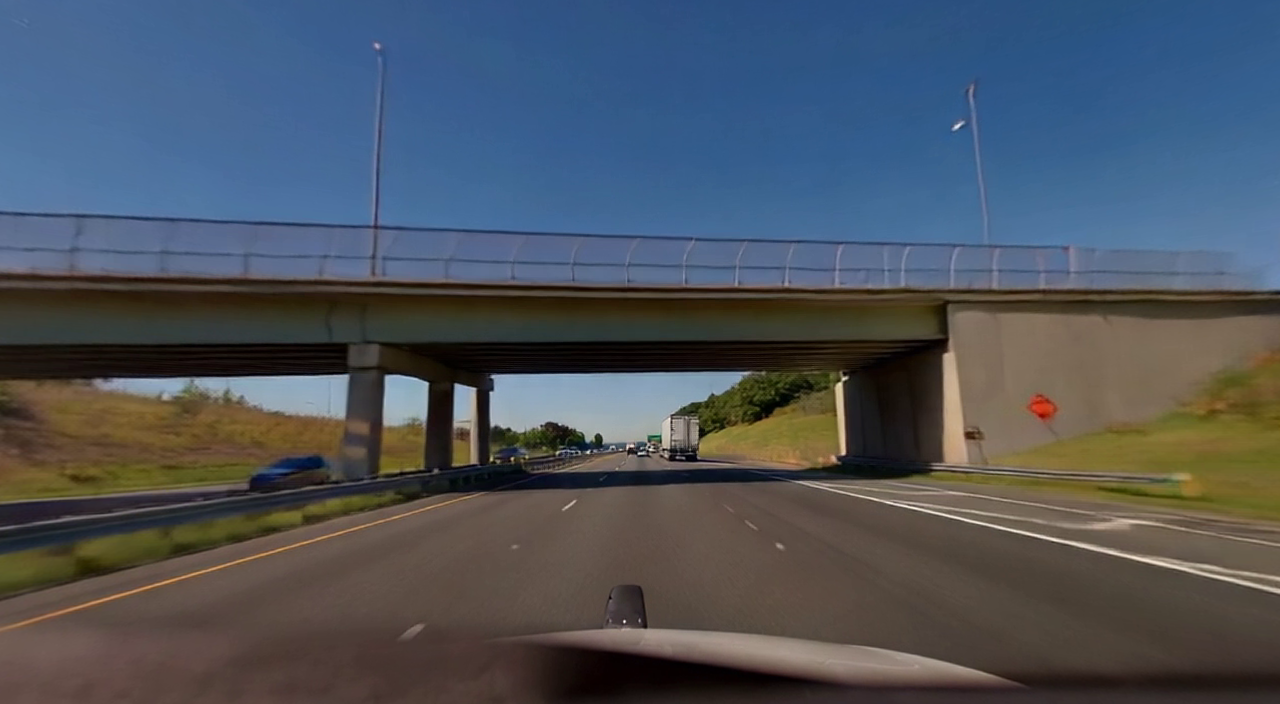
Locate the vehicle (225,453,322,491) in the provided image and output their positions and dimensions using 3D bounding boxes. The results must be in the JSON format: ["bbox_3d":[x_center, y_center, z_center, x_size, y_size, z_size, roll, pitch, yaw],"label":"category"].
[{"bbox_3d":[-15.652,5.097,27.154,1.787,1.464,3.914,0,-9,0],"label":"vehicle"}]
